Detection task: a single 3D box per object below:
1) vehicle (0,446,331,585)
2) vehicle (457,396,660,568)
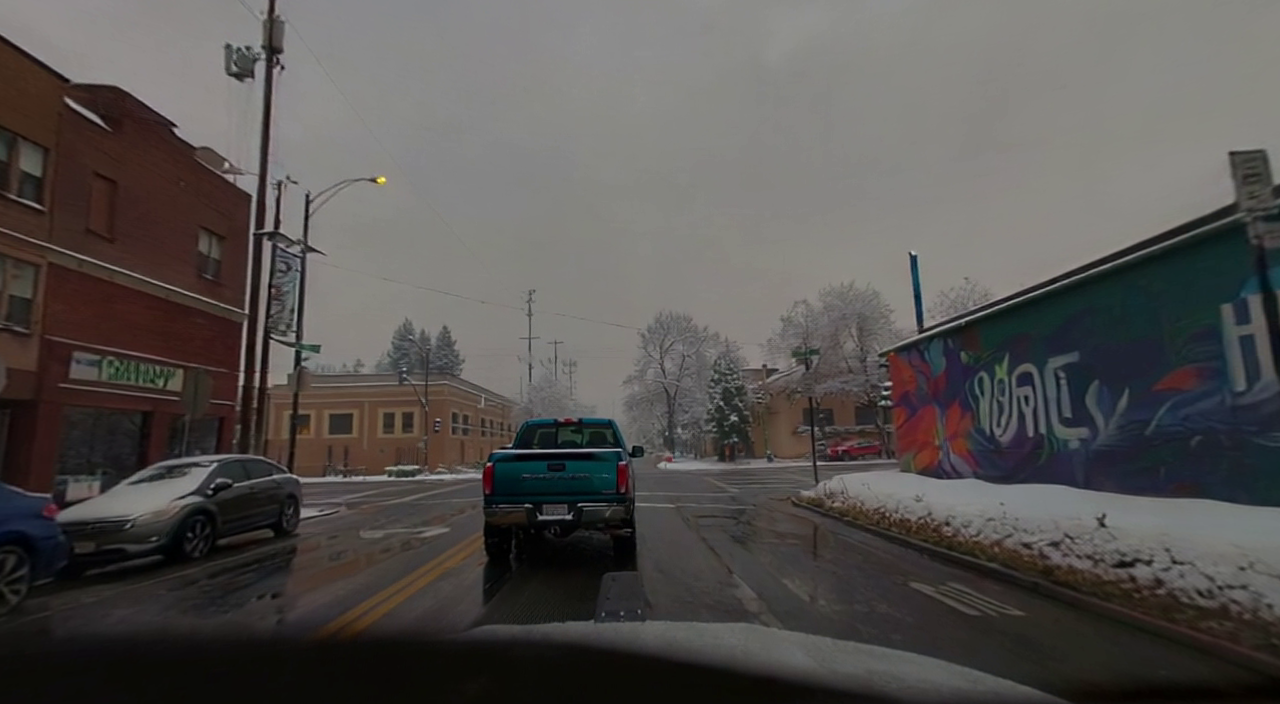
[{"bbox_3d":[-7.441,2.480,10.686,1.884,1.730,5.076,0,-8,-1],"label":"vehicle"},{"bbox_3d":[-0.893,1.766,9.320,2.215,1.882,4.611,0,-8,0],"label":"vehicle"}]
